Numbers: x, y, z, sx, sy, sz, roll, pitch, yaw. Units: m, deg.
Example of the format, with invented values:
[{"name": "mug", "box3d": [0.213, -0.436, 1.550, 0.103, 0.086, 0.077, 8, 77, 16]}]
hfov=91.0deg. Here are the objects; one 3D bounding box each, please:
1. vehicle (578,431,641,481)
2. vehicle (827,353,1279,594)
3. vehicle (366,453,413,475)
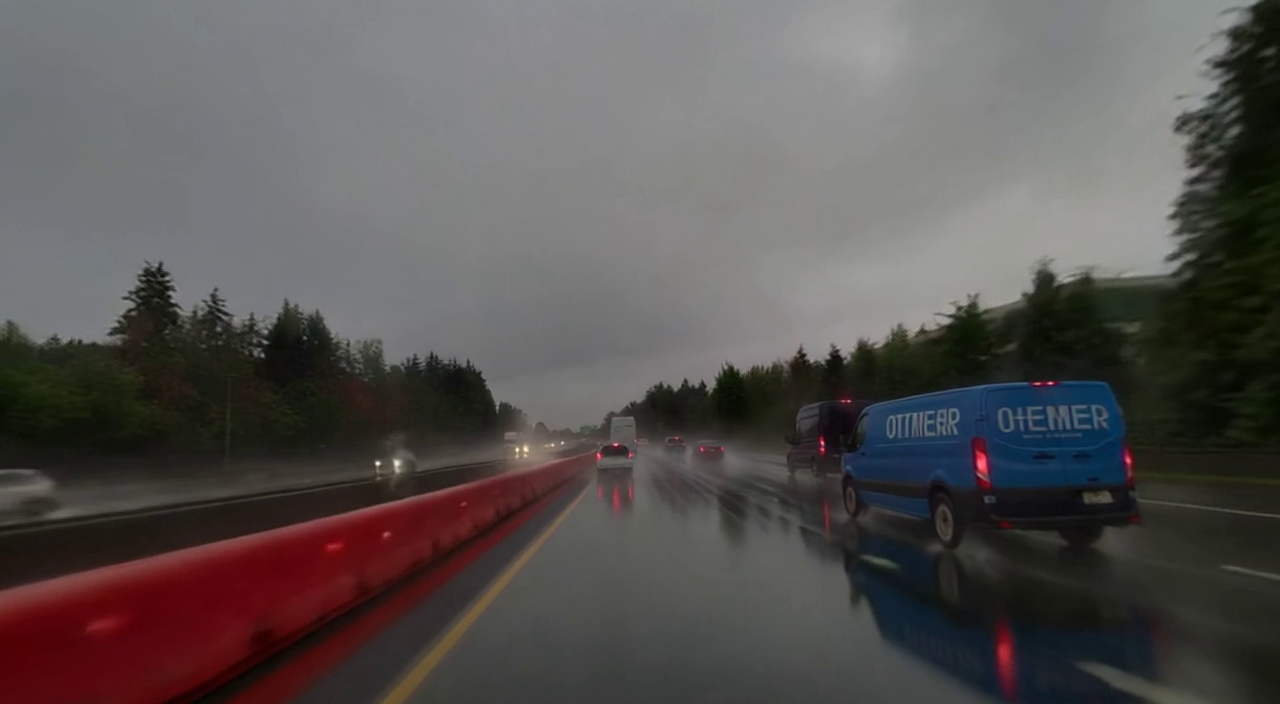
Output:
[{"name": "vehicle", "box3d": [-1.066, 3.728, 22.784, 2.100, 1.636, 3.620, 0, -8, -2]}, {"name": "vehicle", "box3d": [4.342, 1.367, 7.908, 2.223, 2.008, 5.121, 0, -8, -2]}, {"name": "vehicle", "box3d": [-19.123, 8.553, 48.273, 1.811, 1.456, 4.313, 0, -8, 0]}]
